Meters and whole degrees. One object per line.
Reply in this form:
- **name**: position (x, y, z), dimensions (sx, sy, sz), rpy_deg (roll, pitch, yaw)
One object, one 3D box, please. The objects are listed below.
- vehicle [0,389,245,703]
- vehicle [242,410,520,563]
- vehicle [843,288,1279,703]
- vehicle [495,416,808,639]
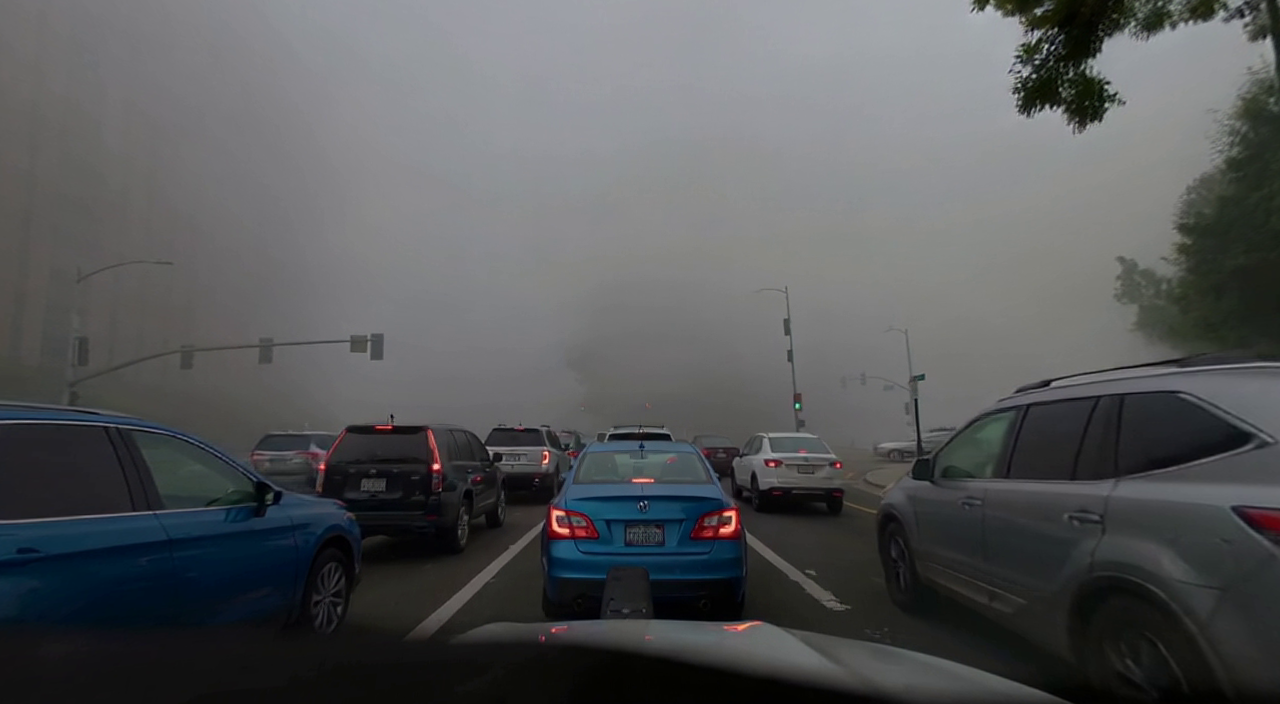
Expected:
- **vehicle**: position (-3.397, 0.745, 1.234), dimensions (2.144, 1.505, 4.635), rpy_deg (-1, -9, 2)
- **vehicle**: position (-3.381, 1.870, 9.494), dimensions (2.168, 1.719, 4.561), rpy_deg (-1, -9, 1)
- **vehicle**: position (3.049, 0.974, 3.842), dimensions (2.108, 1.785, 4.334), rpy_deg (0, -9, -1)
- **vehicle**: position (0.074, 1.507, 6.391), dimensions (2.147, 1.507, 3.953), rpy_deg (0, -8, 0)
